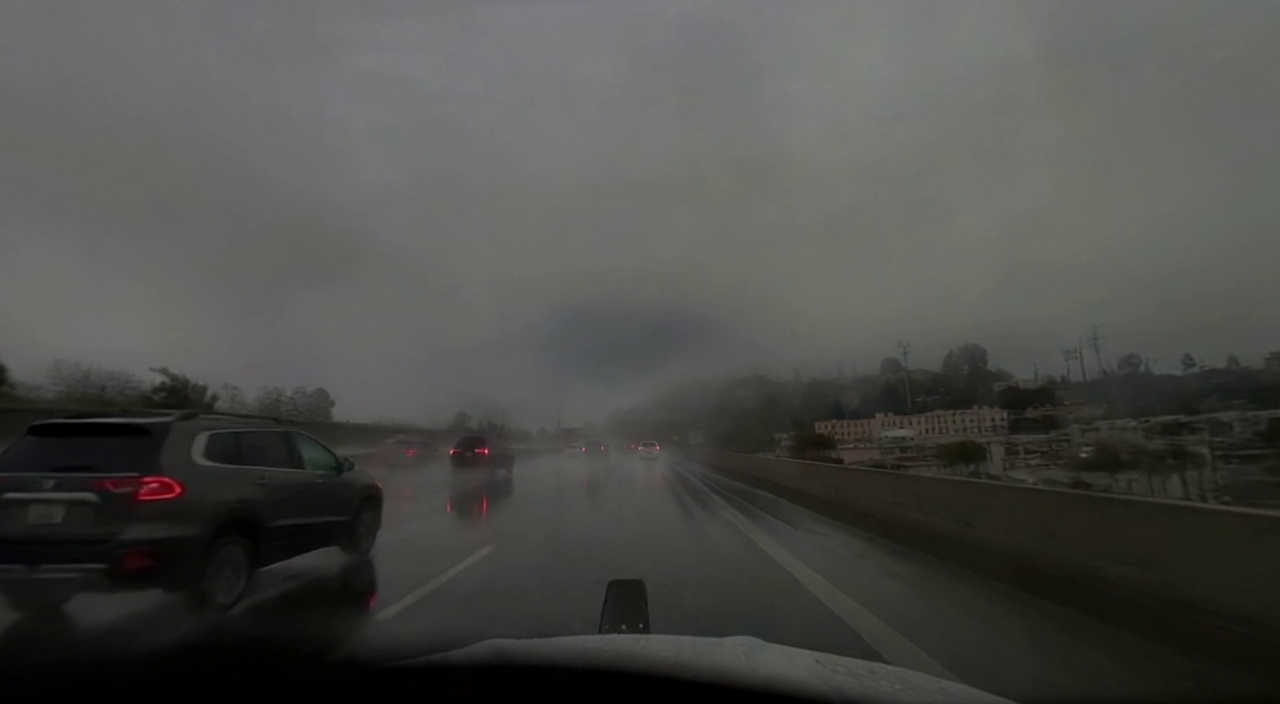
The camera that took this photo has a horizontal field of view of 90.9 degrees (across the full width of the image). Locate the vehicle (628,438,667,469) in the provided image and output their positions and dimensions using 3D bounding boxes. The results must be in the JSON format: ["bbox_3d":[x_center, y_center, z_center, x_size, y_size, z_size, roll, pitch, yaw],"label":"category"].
[{"bbox_3d":[0.421,5.949,37.251,2.135,1.697,4.757,0,-8,0],"label":"vehicle"}]

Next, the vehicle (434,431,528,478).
[{"bbox_3d":[-7.032,4.622,28.793,2.521,1.901,5.988,-1,-8,2],"label":"vehicle"}]

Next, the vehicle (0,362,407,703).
[{"bbox_3d":[-4.078,1.261,5.531,2.136,1.718,4.873,0,-8,1],"label":"vehicle"}]
